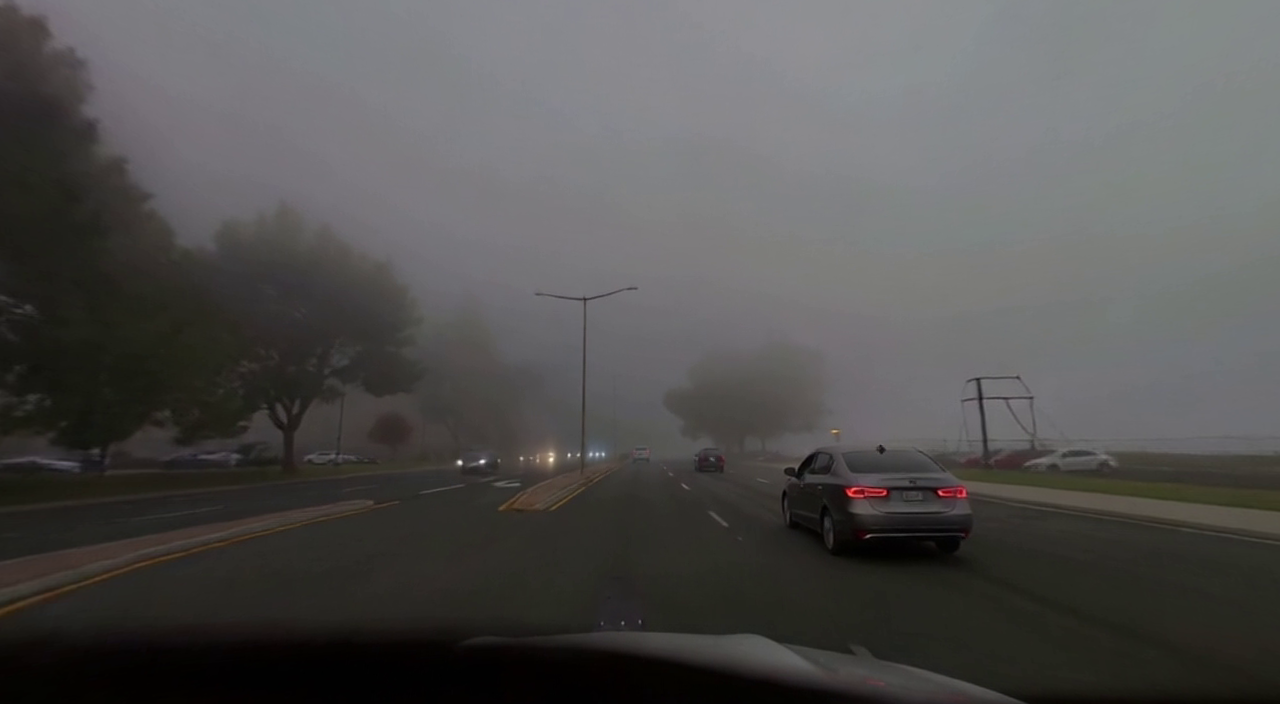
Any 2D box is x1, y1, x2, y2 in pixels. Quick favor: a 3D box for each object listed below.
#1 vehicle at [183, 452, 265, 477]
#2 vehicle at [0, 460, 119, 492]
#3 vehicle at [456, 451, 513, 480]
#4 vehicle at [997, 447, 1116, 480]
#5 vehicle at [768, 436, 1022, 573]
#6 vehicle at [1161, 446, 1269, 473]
[{"bbox_3d":[-29.475,7.982,44.560,4.409,1.676,1.917,0,-9,-3],"label":"vehicle"},{"bbox_3d":[-29.263,6.164,31.357,4.707,1.474,1.964,0,-9,1],"label":"vehicle"},{"bbox_3d":[-8.484,6.219,34.598,1.946,1.464,4.376,0,-9,1],"label":"vehicle"},{"bbox_3d":[19.309,5.168,29.268,4.127,1.462,1.861,-1,-9,4],"label":"vehicle"},{"bbox_3d":[3.303,2.048,9.261,1.935,1.501,4.384,0,-9,1],"label":"vehicle"},{"bbox_3d":[38.264,7.139,41.889,1.972,1.705,5.035,8,-12,-43],"label":"vehicle"}]
